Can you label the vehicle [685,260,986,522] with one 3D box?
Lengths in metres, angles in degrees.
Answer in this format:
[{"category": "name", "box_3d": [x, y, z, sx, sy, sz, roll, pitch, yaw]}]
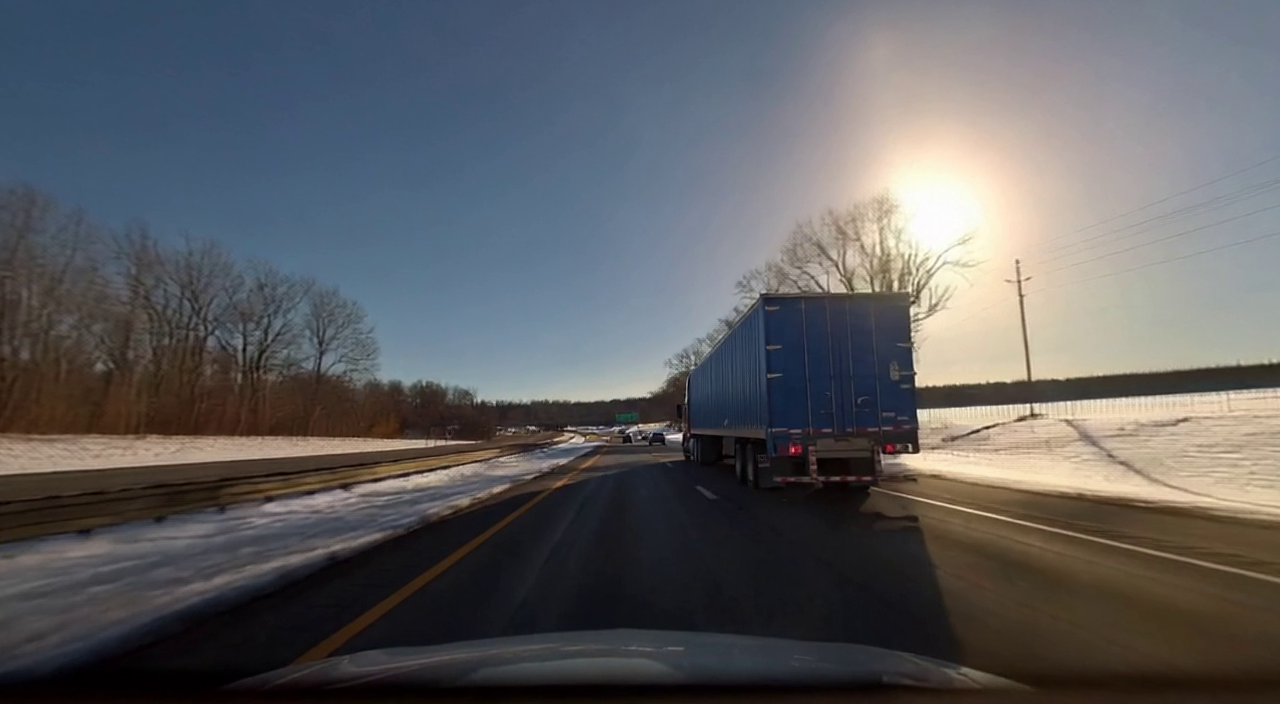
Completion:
[{"category": "vehicle", "box_3d": [3.736, 1.730, 18.741, 3.203, 4.273, 17.131, 0, -8, -1]}]
